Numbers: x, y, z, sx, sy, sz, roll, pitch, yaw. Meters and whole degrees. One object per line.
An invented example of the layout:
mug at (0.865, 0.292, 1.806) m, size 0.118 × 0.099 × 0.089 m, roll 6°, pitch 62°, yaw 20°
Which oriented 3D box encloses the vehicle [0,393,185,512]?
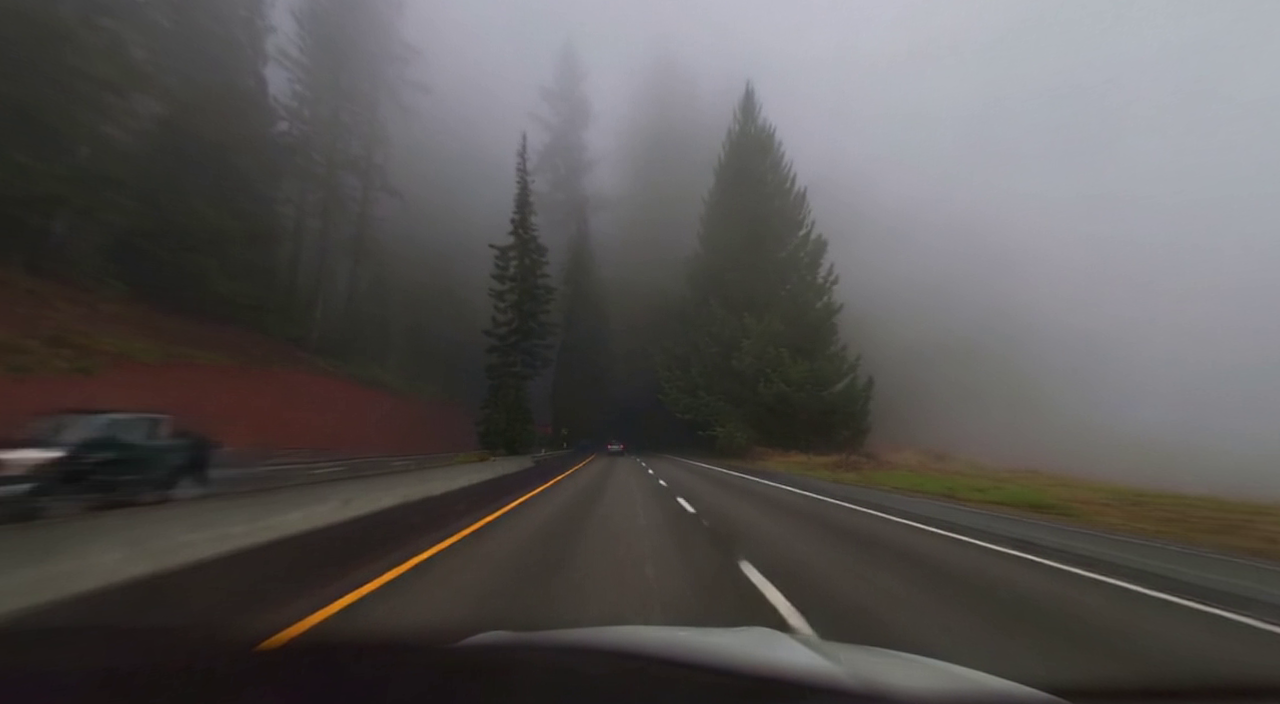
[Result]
vehicle at (-10.483, 1.670, 10.521) m, size 1.991 × 1.748 × 5.095 m, roll 0°, pitch -8°, yaw -1°
